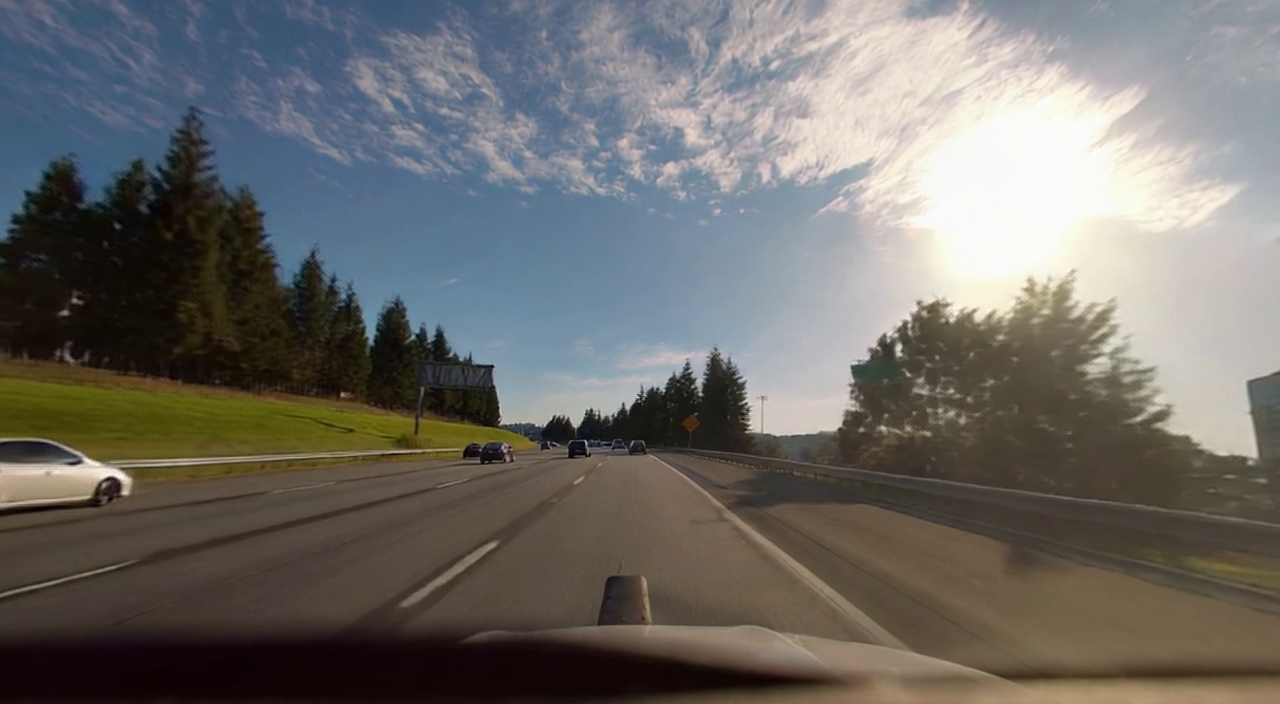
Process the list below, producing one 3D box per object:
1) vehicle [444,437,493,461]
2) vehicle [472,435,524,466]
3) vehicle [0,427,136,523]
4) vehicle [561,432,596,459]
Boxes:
[{"bbox_3d":[-11.797,6.725,43.533,2.100,1.537,5.092,0,-8,-1],"label":"vehicle"},{"bbox_3d":[-8.072,5.626,36.163,2.015,1.651,4.432,0,-8,-1],"label":"vehicle"},{"bbox_3d":[-11.120,1.959,10.036,2.056,1.489,4.852,0,-8,0],"label":"vehicle"},{"bbox_3d":[-4.351,6.756,45.269,2.138,1.833,4.622,0,-8,-1],"label":"vehicle"}]
